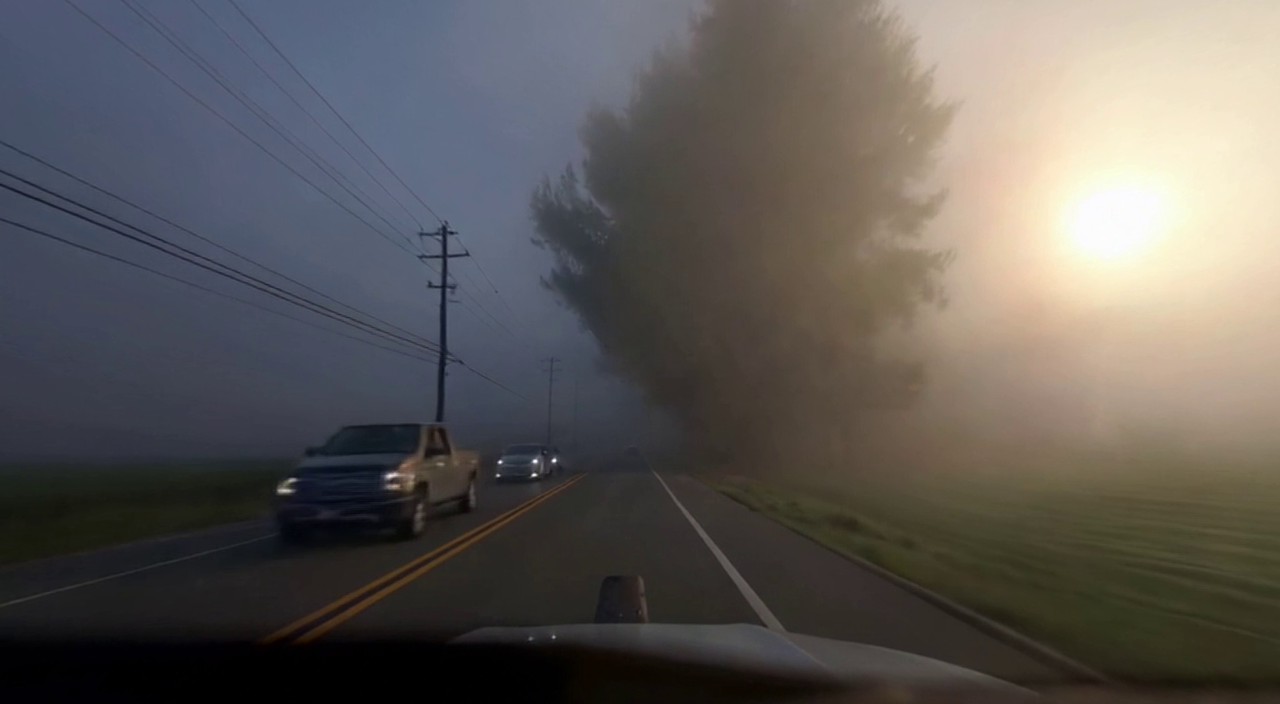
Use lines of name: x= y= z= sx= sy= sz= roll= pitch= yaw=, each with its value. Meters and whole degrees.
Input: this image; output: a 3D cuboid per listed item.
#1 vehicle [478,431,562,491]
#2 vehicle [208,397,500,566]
vehicle: x=-4.770 y=4.358 z=25.917 sx=2.549 sy=2.028 sz=5.180 roll=-3 pitch=-7 yaw=-2
vehicle: x=-4.705 y=2.209 z=12.028 sx=2.762 sy=2.167 sz=6.359 roll=-3 pitch=-7 yaw=-2
